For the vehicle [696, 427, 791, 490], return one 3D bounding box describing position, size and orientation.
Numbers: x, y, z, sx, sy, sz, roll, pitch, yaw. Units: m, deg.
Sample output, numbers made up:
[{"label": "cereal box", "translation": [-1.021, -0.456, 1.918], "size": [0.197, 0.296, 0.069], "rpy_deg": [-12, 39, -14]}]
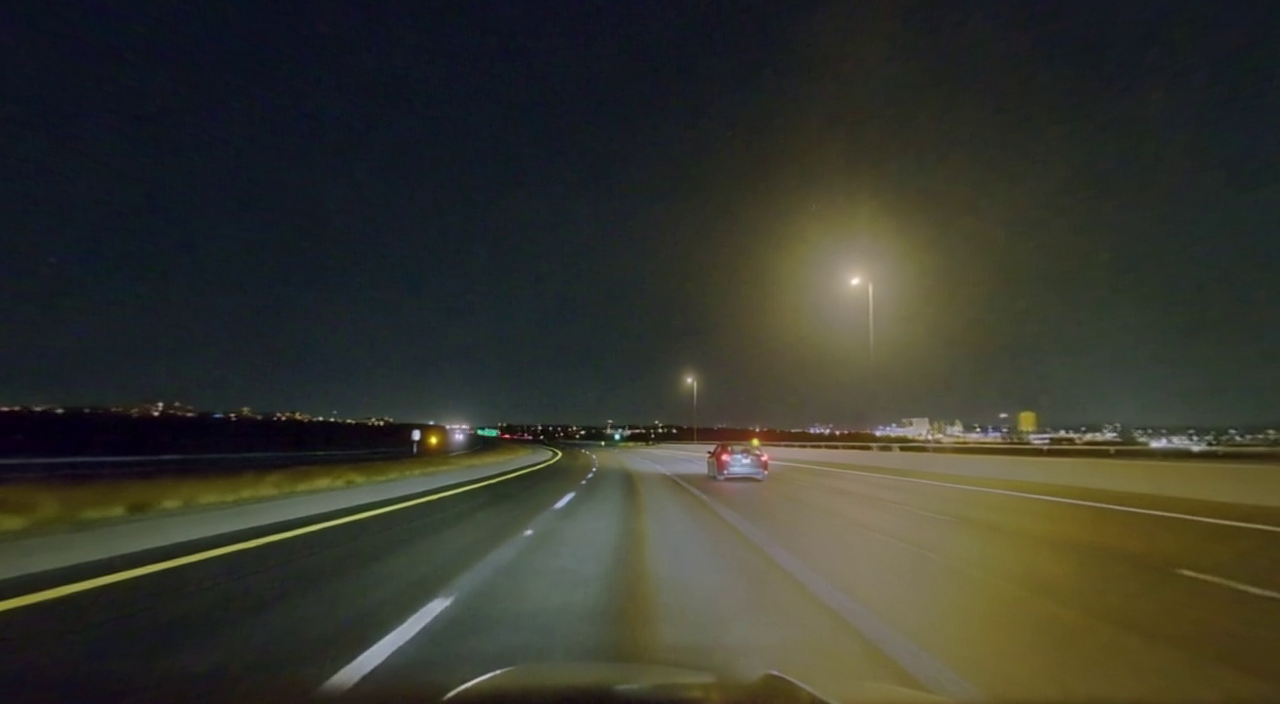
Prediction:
[{"label": "vehicle", "translation": [3.012, 3.229, 19.410], "size": [2.059, 1.715, 4.192], "rpy_deg": [0, -8, -2]}]
